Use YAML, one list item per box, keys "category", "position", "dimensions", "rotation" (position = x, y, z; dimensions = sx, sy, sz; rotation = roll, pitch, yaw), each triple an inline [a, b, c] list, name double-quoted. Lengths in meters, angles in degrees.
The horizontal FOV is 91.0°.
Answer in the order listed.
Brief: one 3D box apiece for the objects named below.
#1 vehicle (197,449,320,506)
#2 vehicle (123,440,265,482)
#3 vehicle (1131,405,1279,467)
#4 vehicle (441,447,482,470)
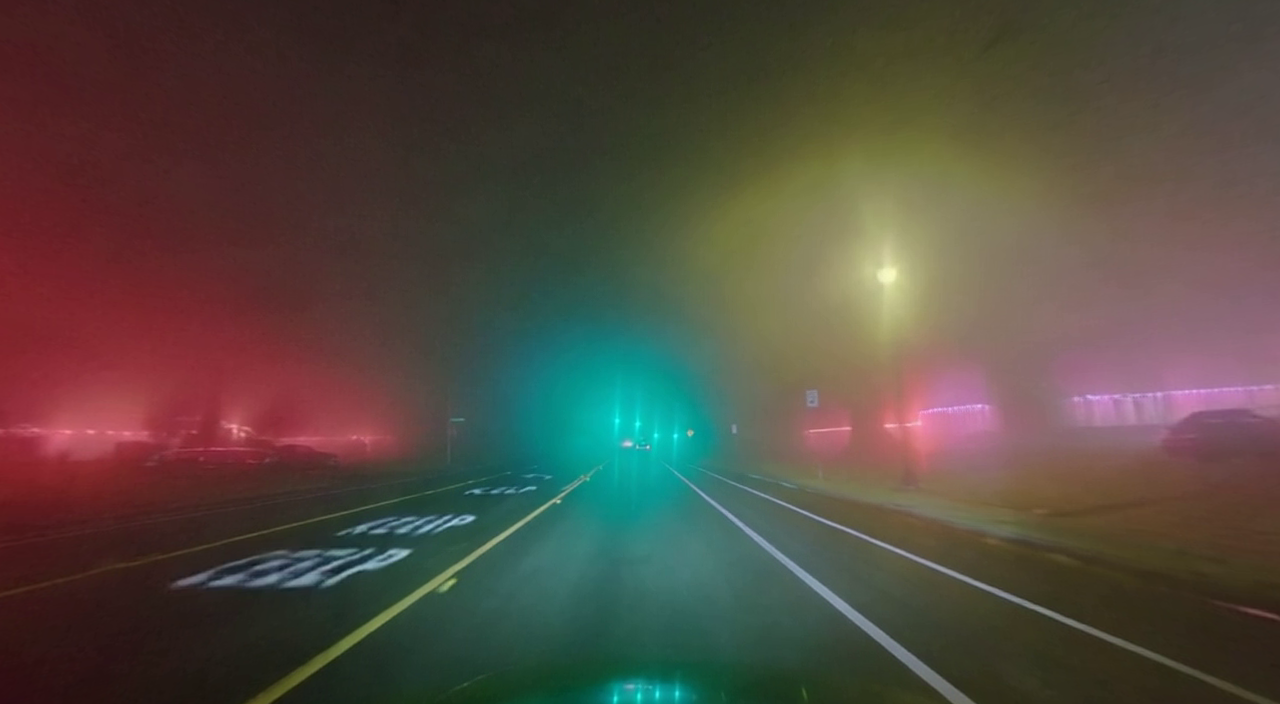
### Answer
- category: "vehicle"
  position: [-12.902, 4.212, 21.587]
  dimensions: [1.791, 1.552, 3.919]
  rotation: [-3, -7, 0]
- category: "vehicle"
  position: [-19.585, 4.780, 27.833]
  dimensions: [4.661, 1.726, 1.978]
  rotation: [1, -8, -4]
- category: "vehicle"
  position: [19.134, 2.629, 19.771]
  dimensions: [5.425, 1.806, 2.331]
  rotation: [0, -7, 1]
- category: "vehicle"
  position: [-12.851, 7.667, 45.526]
  dimensions: [1.777, 1.555, 4.000]
  rotation: [0, -8, 0]
